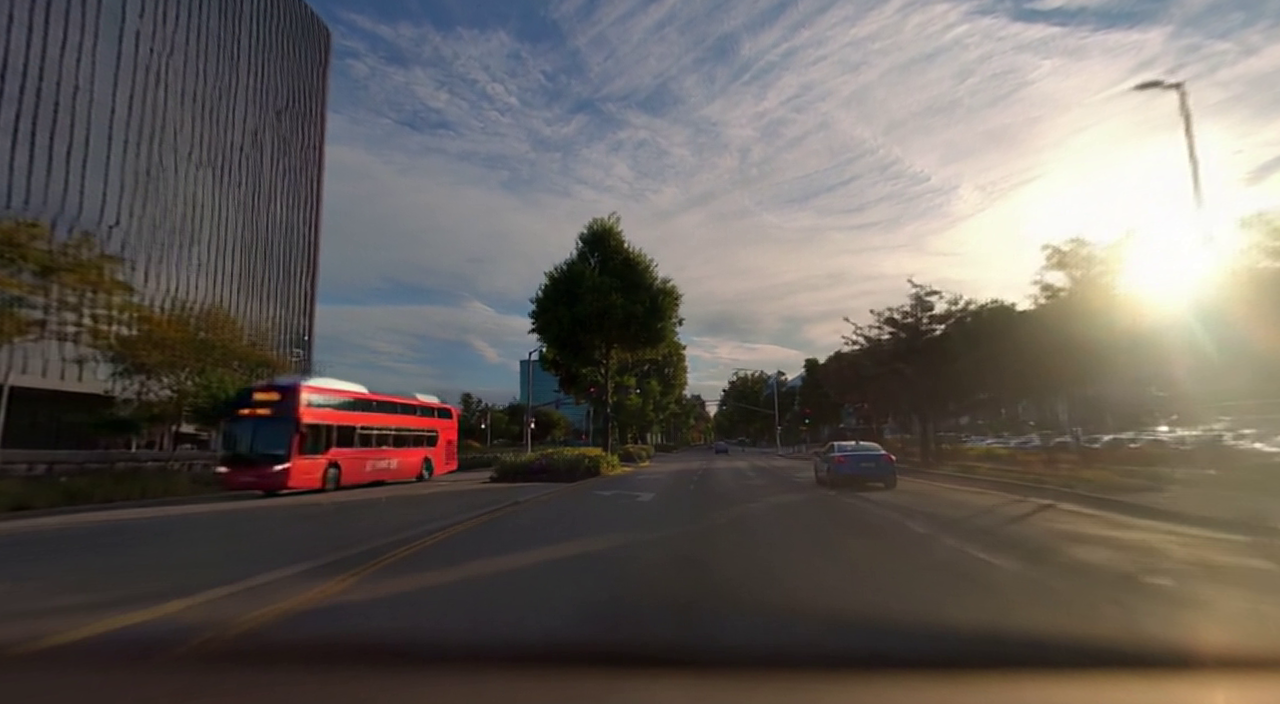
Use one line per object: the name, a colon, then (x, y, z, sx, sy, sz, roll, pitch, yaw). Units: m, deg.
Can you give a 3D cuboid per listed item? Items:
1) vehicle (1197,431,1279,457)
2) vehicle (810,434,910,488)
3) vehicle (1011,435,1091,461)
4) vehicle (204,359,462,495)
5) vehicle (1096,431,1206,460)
vehicle: (40.824, 6.173, 42.232, 4.638, 1.678, 2.196, -1, -9, 5)
vehicle: (6.819, 3.418, 20.005, 1.993, 1.501, 4.127, -1, -9, 5)
vehicle: (26.919, 6.306, 41.313, 3.824, 1.453, 1.894, -3, -7, 4)
vehicle: (-11.988, 3.473, 27.491, 3.110, 4.418, 13.688, -1, -9, 6)
vehicle: (26.946, 4.959, 33.327, 3.983, 1.479, 1.857, -2, -9, 11)
